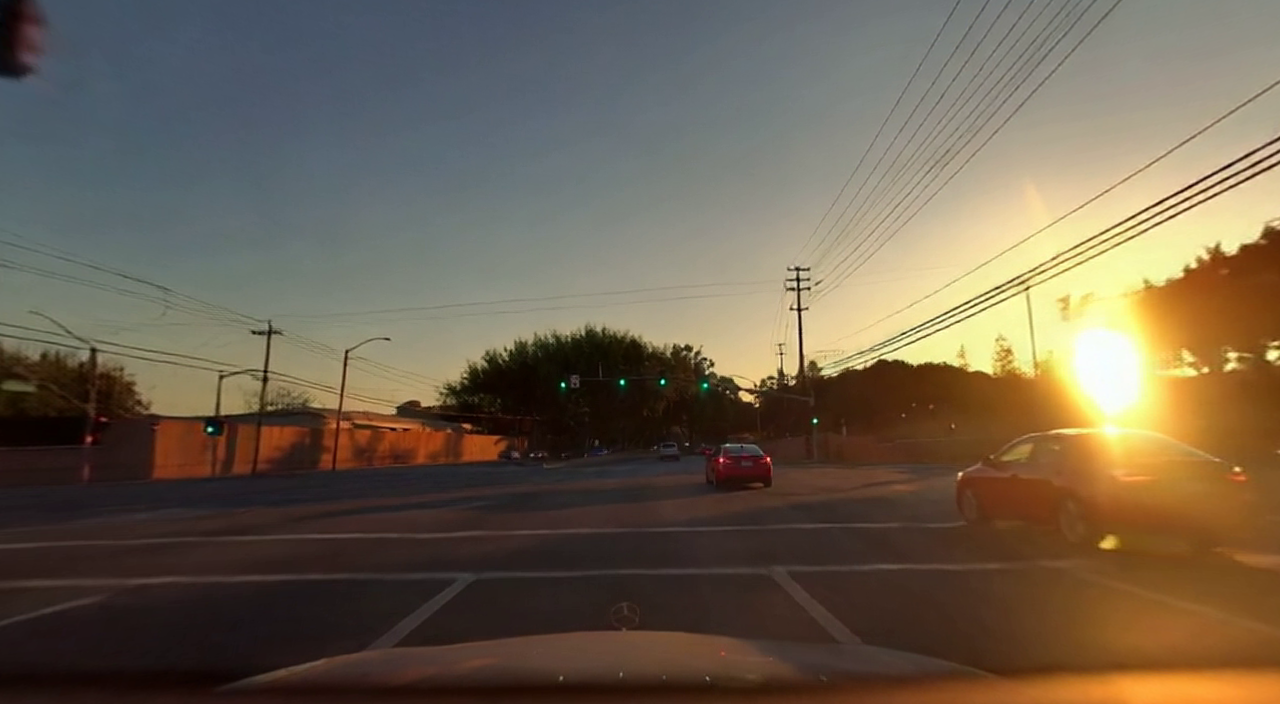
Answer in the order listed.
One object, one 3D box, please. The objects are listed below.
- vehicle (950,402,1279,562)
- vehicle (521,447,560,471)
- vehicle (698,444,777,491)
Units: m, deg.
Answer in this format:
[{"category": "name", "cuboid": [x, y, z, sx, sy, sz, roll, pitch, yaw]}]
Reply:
[{"category": "vehicle", "cuboid": [6.761, 1.790, 9.387, 2.029, 1.795, 4.371, 0, -9, 0]}, {"category": "vehicle", "cuboid": [-7.742, 8.360, 49.485, 1.933, 1.502, 4.946, -6, -8, 2]}, {"category": "vehicle", "cuboid": [3.256, 3.974, 22.083, 2.035, 1.460, 4.392, 0, -9, 0]}]
